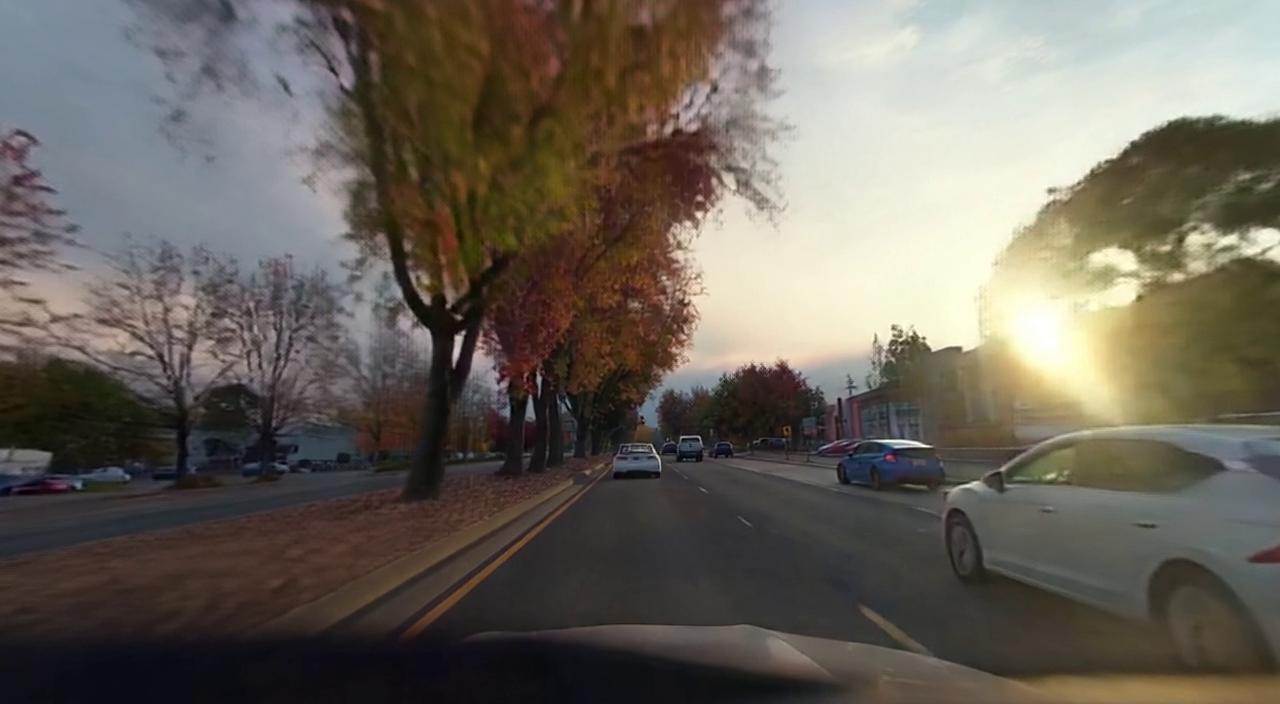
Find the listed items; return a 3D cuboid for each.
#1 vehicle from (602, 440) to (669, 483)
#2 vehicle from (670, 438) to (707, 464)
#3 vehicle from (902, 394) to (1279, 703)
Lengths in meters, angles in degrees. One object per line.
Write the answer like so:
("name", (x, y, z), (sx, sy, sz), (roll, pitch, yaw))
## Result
("vehicle", (-0.182, 4.091, 23.975), (2.289, 1.471, 4.477), (0, -8, -1))
("vehicle", (3.455, 7.141, 45.726), (2.188, 1.760, 4.297), (0, -8, -1))
("vehicle", (3.677, 1.132, 4.025), (2.094, 1.480, 4.323), (0, -9, -1))
